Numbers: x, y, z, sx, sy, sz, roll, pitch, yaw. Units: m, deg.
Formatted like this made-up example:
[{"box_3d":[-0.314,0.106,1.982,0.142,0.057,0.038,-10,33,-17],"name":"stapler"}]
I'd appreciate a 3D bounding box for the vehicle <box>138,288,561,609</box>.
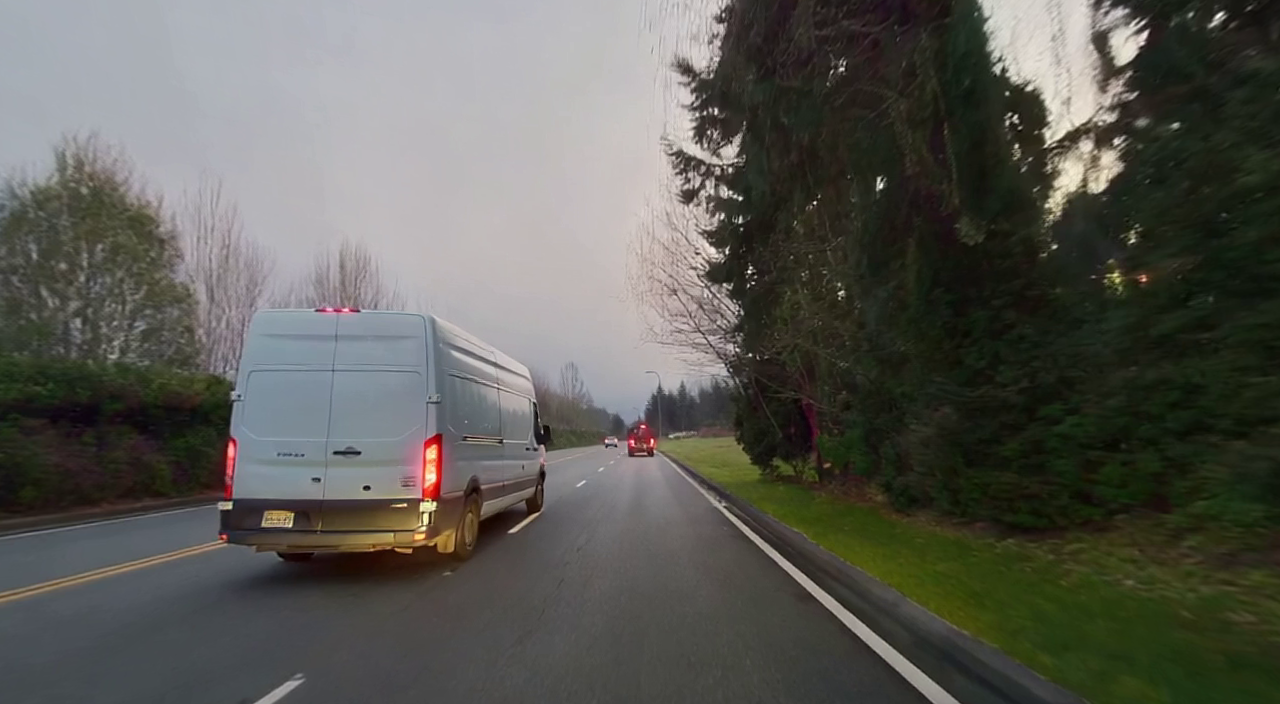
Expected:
[{"box_3d":[-2.734,1.177,8.202,2.497,2.628,6.016,0,-8,1],"name":"vehicle"}]
